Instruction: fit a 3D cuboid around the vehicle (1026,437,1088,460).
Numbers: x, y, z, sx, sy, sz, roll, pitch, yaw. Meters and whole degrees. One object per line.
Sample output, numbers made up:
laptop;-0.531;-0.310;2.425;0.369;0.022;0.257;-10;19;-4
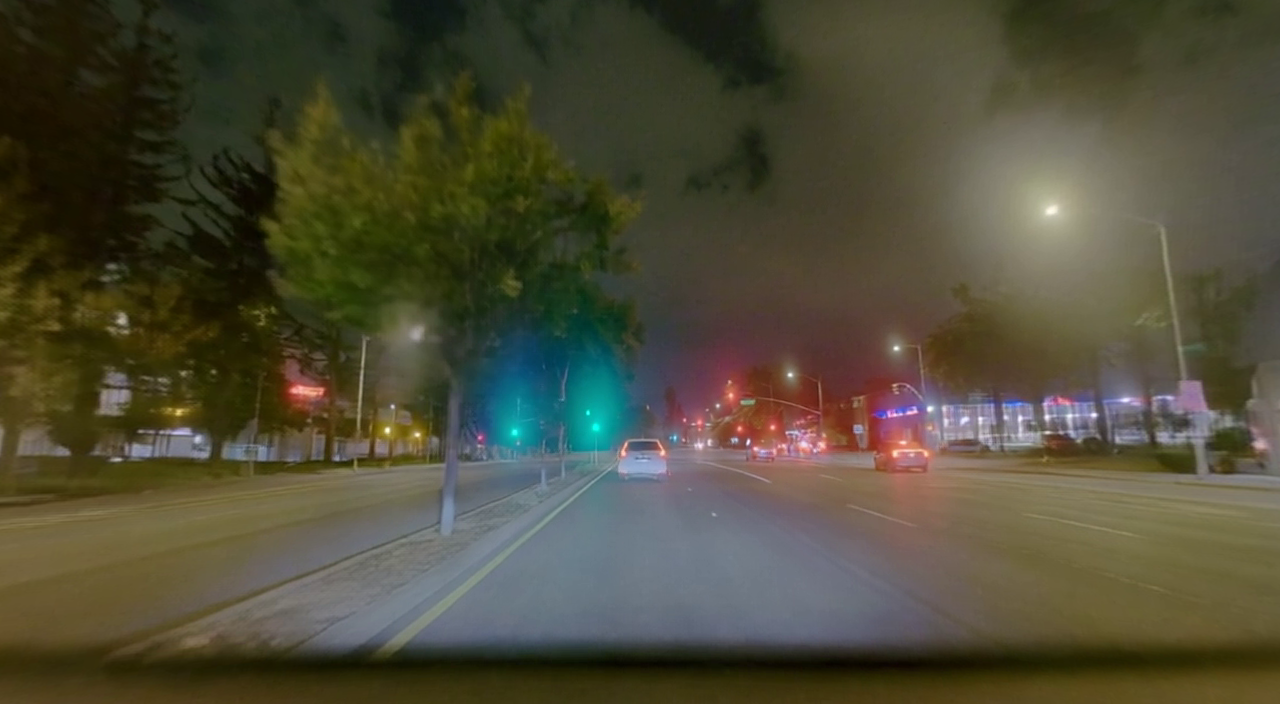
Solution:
vehicle;32.009;7.413;48.621;1.873;1.588;4.133;-2;-8;-1

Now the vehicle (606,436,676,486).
vehicle;0.023;3.526;20.725;2.064;1.477;3.968;0;-9;0
